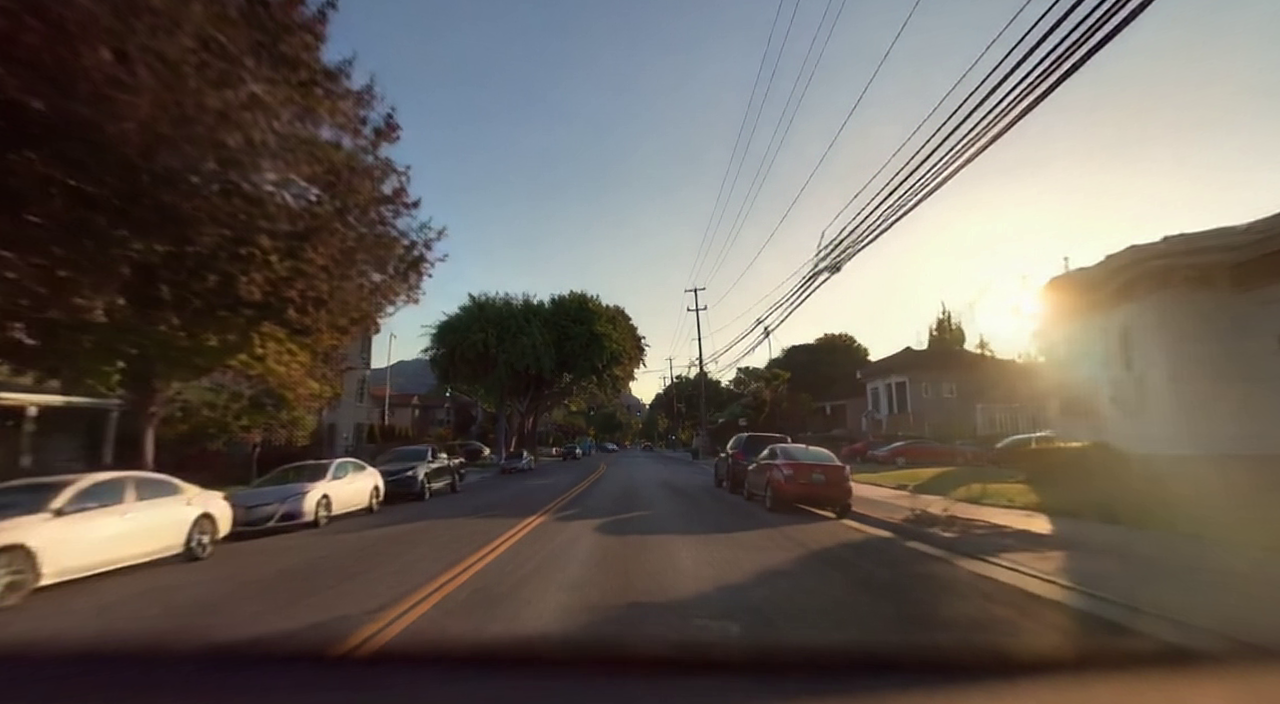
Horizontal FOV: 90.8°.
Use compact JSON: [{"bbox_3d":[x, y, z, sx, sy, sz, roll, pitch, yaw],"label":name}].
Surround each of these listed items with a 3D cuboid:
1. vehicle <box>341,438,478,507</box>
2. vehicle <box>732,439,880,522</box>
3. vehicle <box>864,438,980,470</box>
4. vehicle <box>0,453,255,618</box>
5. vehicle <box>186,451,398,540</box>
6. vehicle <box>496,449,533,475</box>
[{"bbox_3d":[-6.811,3.598,19.513,2.151,1.789,5.482,0,-8,0],"label":"vehicle"},{"bbox_3d":[3.293,2.622,13.483,1.869,1.453,4.237,0,-8,-2],"label":"vehicle"},{"bbox_3d":[16.073,5.855,36.261,5.662,1.761,2.050,0,-8,0],"label":"vehicle"},{"bbox_3d":[-6.835,1.935,7.304,1.860,1.469,4.573,0,-8,0],"label":"vehicle"},{"bbox_3d":[-6.878,2.835,13.216,1.854,1.460,4.582,0,-8,0],"label":"vehicle"},{"bbox_3d":[-7.719,6.764,39.210,1.902,1.456,4.451,1,-9,-7],"label":"vehicle"}]
